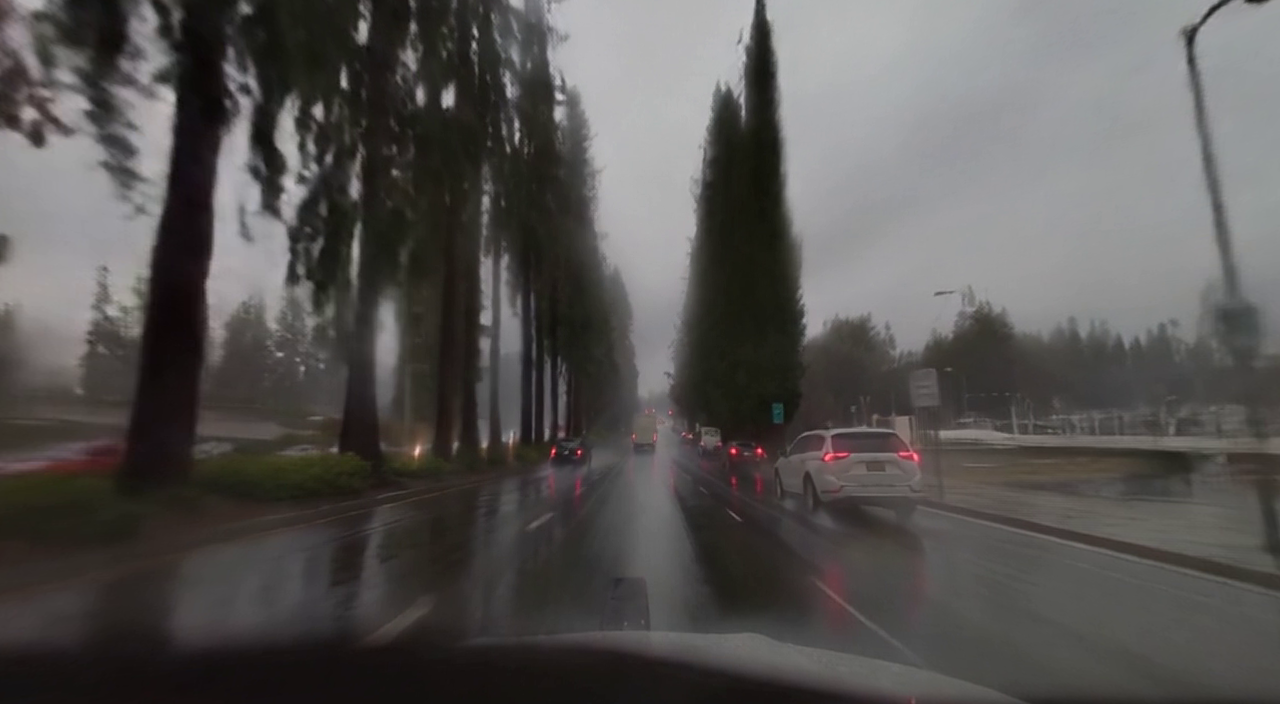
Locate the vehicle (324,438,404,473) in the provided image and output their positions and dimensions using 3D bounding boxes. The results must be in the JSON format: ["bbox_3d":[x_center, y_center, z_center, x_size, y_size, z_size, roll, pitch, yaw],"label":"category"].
[{"bbox_3d":[-13.652,5.135,31.464,2.181,1.604,3.944,0,-8,1],"label":"vehicle"}]

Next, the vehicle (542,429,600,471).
[{"bbox_3d":[-3.395,4.971,31.985,2.255,1.940,4.822,0,-8,2],"label":"vehicle"}]

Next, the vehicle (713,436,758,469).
[{"bbox_3d":[5.531,5.902,37.143,2.280,1.757,4.572,-1,-8,4],"label":"vehicle"}]

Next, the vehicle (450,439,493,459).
[{"bbox_3d":[-12.828,7.429,48.345,1.897,1.472,4.592,0,-8,2],"label":"vehicle"}]

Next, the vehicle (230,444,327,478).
[{"bbox_3d":[-17.137,5.150,30.169,1.819,1.470,4.631,0,-8,1],"label":"vehicle"}]

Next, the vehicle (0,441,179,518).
[{"bbox_3d":[-13.826,2.900,14.893,2.142,1.528,4.804,0,-8,1],"label":"vehicle"}]

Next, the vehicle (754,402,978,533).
[{"bbox_3d":[4.022,2.220,12.752,2.381,2.008,5.971,0,-8,1],"label":"vehicle"}]
